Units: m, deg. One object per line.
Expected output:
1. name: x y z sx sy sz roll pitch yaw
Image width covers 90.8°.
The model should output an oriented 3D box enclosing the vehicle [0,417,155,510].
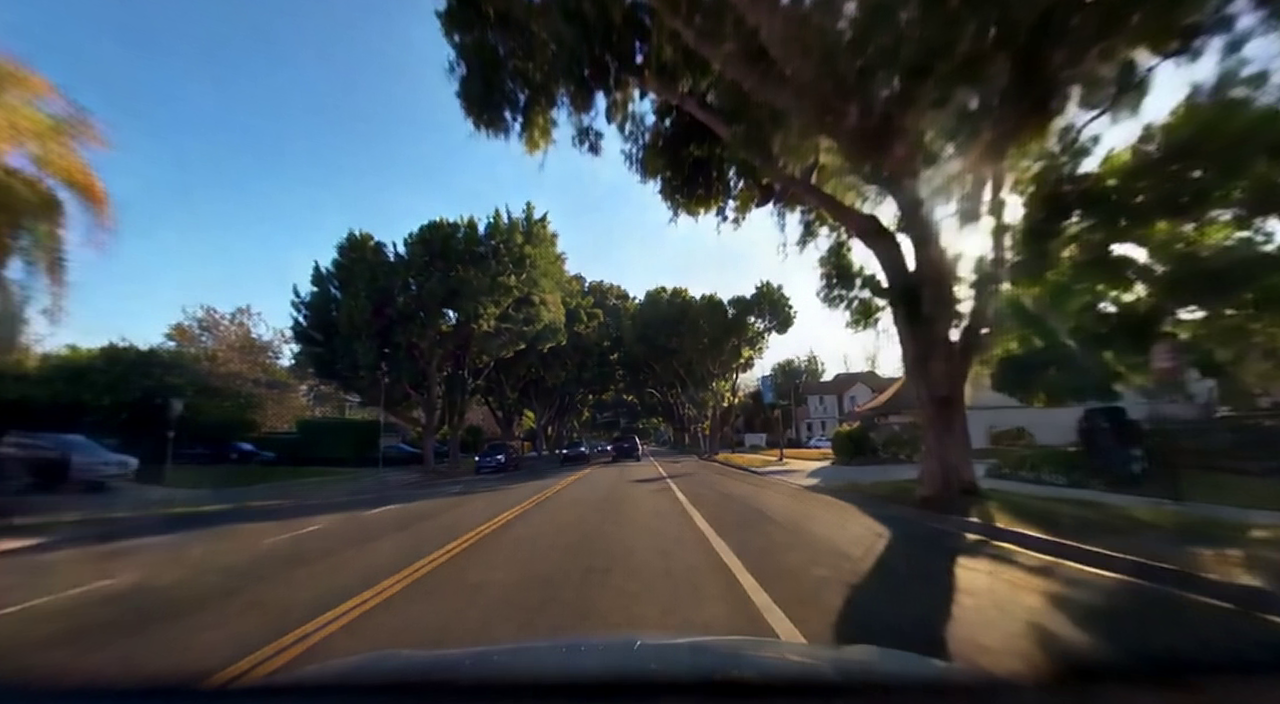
1. vehicle: -15.819 2.865 16.393 2.385 2.081 5.237 0 -9 -2

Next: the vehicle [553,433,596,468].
1. vehicle: -3.847 5.875 37.707 1.991 1.794 4.572 -3 -9 0

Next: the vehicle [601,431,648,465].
1. vehicle: -0.840 5.782 38.095 2.554 1.902 5.329 0 -9 1

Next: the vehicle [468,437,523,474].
1. vehicle: -7.885 5.695 34.859 1.978 1.744 4.301 -4 -9 0
